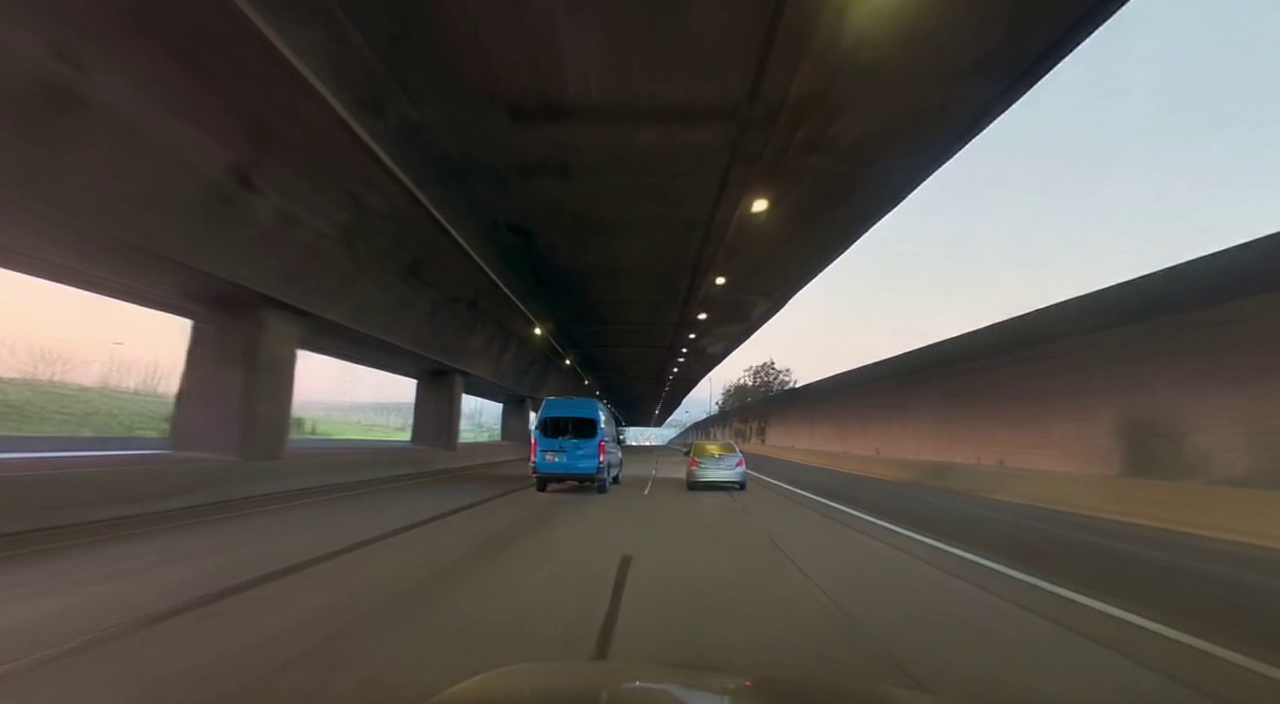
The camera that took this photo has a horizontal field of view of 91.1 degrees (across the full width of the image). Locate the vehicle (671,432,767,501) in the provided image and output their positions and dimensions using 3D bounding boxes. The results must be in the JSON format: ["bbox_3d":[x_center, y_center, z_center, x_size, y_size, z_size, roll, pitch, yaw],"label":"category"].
[{"bbox_3d":[1.890,2.890,16.405,2.095,1.553,4.069,-1,-8,2],"label":"vehicle"}]

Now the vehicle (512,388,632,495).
[{"bbox_3d":[-1.618,2.431,17.228,2.404,2.459,5.229,-1,-8,3],"label":"vehicle"}]
